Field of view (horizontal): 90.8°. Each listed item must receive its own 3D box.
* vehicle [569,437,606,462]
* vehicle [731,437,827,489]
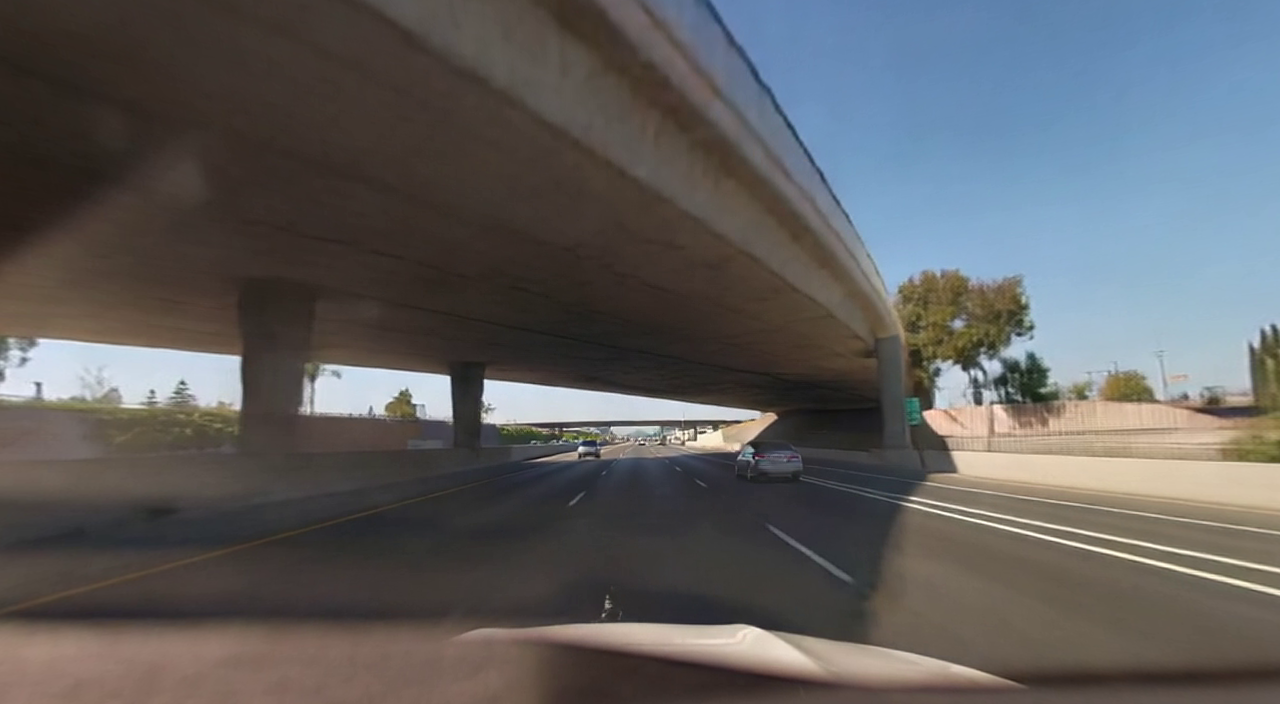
[{"bbox_3d":[-3.492,6.583,42.735,2.048,1.618,4.424,0,-8,0],"label":"vehicle"},{"bbox_3d":[4.373,3.563,20.661,2.060,1.485,4.274,0,-9,-1],"label":"vehicle"}]
